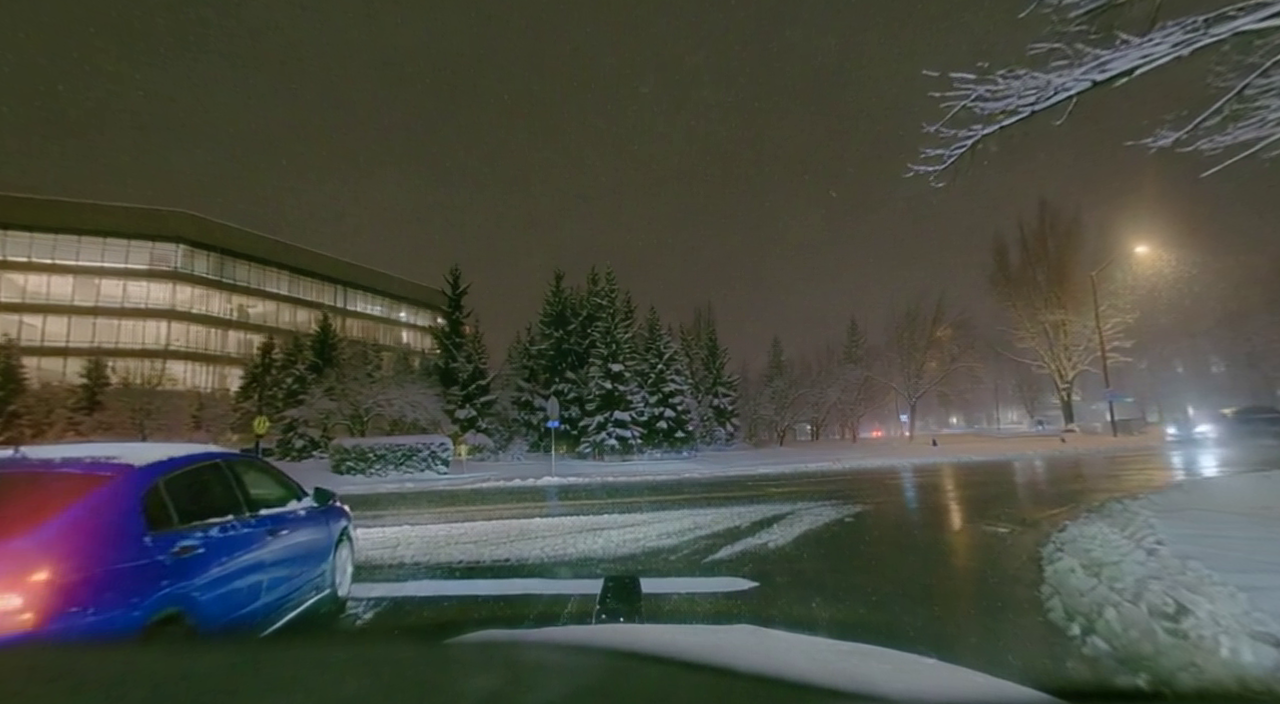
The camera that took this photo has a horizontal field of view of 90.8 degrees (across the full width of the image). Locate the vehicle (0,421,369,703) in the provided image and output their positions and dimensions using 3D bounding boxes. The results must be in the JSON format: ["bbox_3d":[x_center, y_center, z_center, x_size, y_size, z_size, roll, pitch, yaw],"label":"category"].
[{"bbox_3d":[-3.262,1.181,3.562,2.069,1.413,5.006,1,-8,-10],"label":"vehicle"}]

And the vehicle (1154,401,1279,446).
[{"bbox_3d":[22.156,2.678,23.465,4.788,1.548,1.965,1,-8,-10],"label":"vehicle"}]
